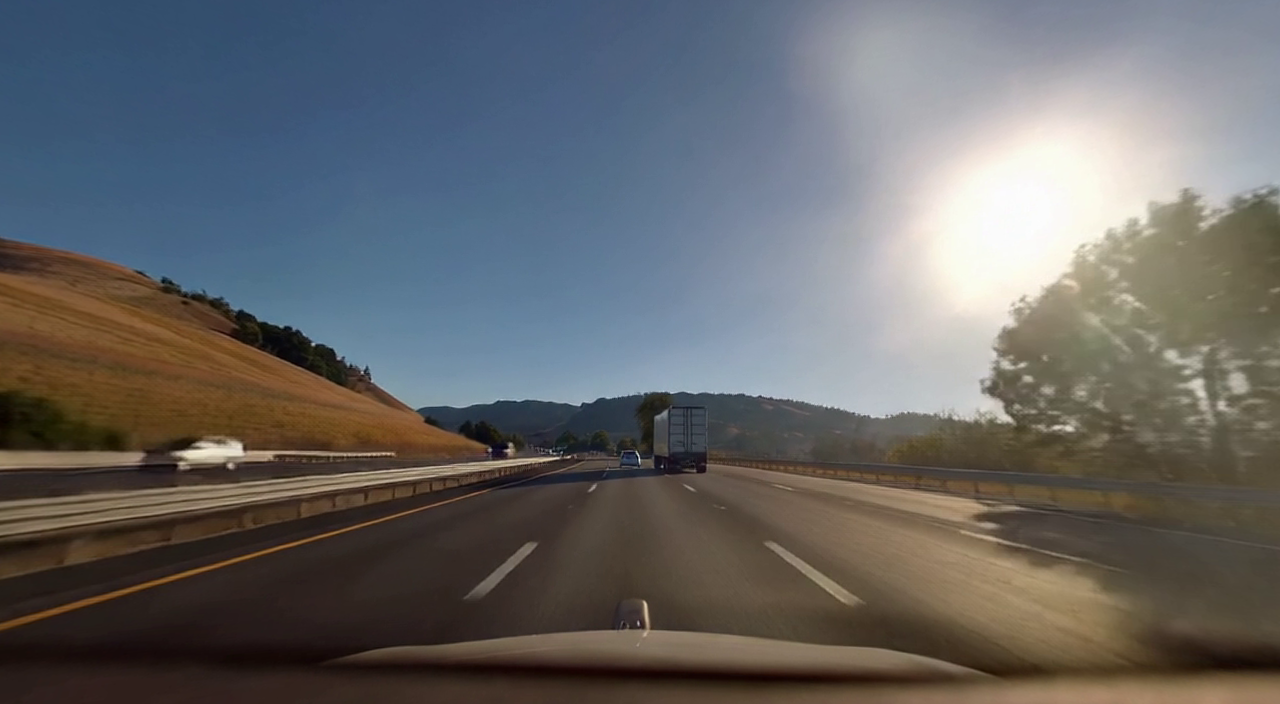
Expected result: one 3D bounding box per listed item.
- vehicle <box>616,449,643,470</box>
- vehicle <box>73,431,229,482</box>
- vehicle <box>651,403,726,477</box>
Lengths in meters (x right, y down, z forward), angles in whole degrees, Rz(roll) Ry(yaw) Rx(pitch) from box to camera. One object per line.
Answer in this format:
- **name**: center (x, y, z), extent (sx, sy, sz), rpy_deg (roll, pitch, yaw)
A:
- **vehicle**: center (-0.767, 7.959, 46.783), extent (1.898, 1.438, 4.053), rpy_deg (0, -9, -1)
- **vehicle**: center (-15.286, 3.307, 20.039), extent (1.776, 1.436, 3.890), rpy_deg (0, -9, 1)
- **vehicle**: center (2.910, 6.260, 43.966), extent (3.462, 4.177, 16.311), rpy_deg (0, -9, -2)
